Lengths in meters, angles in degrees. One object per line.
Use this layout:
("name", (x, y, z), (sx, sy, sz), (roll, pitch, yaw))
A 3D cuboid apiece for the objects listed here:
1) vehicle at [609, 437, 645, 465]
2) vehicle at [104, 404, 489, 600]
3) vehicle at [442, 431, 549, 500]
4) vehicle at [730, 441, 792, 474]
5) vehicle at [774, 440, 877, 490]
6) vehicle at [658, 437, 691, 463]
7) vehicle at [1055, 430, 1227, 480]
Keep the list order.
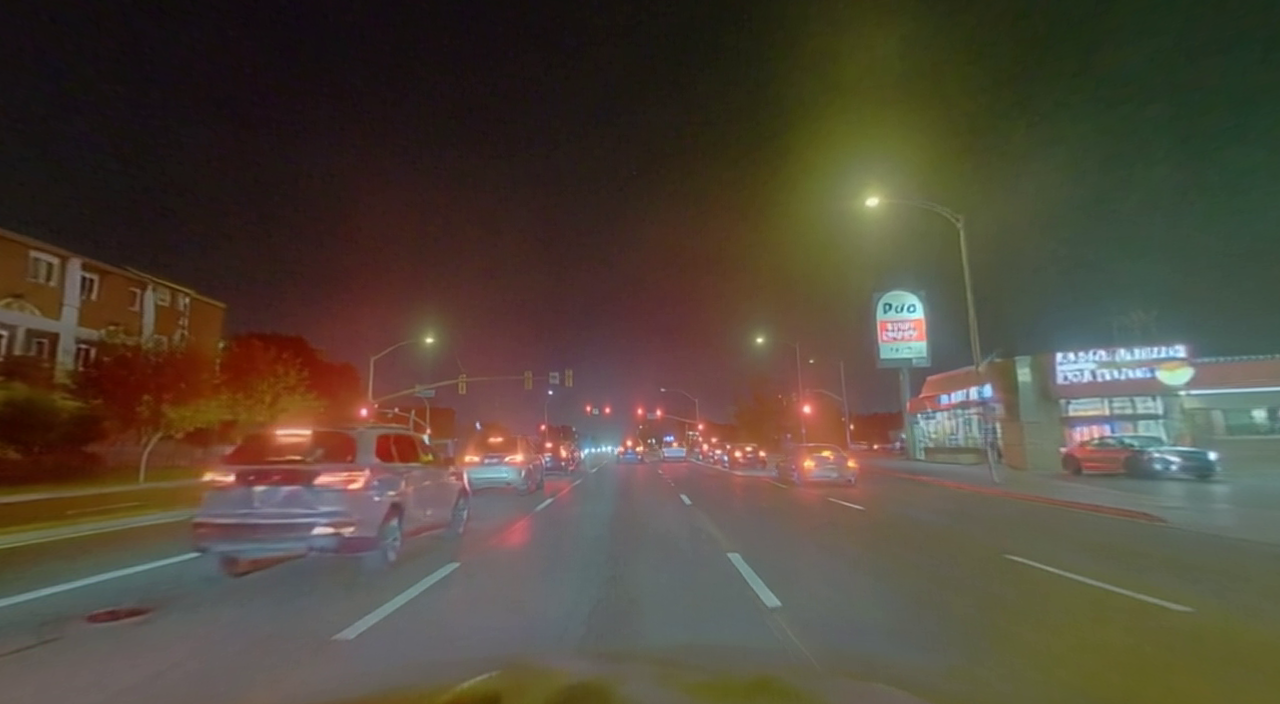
("vehicle", (-0.888, 6.630, 42.465), (2.261, 1.741, 4.255), (0, -8, -1))
("vehicle", (-3.449, 1.597, 7.601), (2.143, 1.643, 4.336), (0, -8, 1))
("vehicle", (-3.760, 3.023, 17.193), (1.934, 1.624, 3.964), (0, -8, 0))
("vehicle", (5.790, 5.118, 30.927), (1.969, 1.502, 4.663), (0, -8, -2))
("vehicle", (5.935, 3.661, 20.863), (2.017, 1.453, 4.497), (0, -8, 0))
("vehicle", (2.451, 7.049, 45.448), (2.018, 1.779, 4.338), (0, -8, -1))
("vehicle", (16.380, 3.395, 21.060), (1.819, 1.457, 4.680), (0, -8, -1))
